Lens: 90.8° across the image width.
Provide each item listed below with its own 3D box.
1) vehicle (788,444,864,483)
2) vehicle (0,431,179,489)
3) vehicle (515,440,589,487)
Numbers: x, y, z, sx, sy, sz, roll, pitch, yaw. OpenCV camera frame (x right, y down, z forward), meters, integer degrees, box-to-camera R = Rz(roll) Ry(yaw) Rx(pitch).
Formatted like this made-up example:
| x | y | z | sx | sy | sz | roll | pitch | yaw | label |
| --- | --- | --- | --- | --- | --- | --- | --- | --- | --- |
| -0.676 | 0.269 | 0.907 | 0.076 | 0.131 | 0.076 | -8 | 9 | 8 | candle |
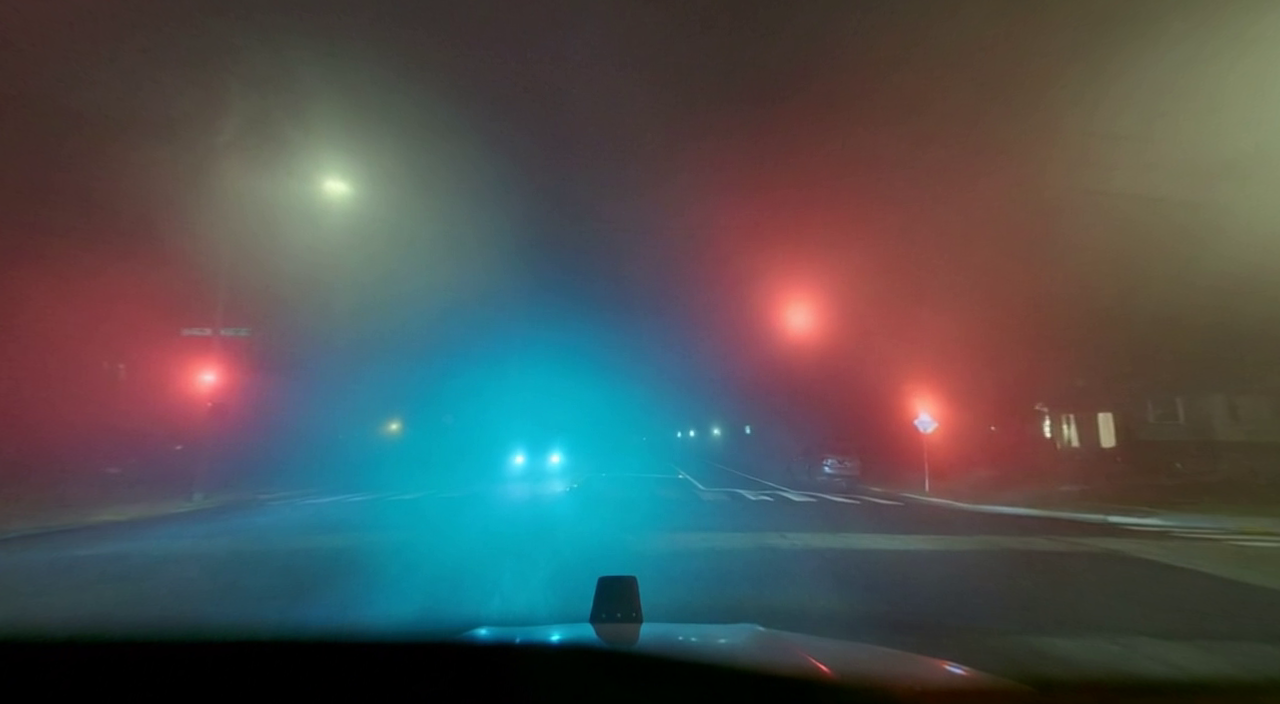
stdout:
| x | y | z | sx | sy | sz | roll | pitch | yaw | label |
| --- | --- | --- | --- | --- | --- | --- | --- | --- | --- |
| 8.055 | 4.857 | 27.822 | 2.029 | 1.554 | 4.705 | 0 | -9 | 2 | vehicle |
| -17.901 | 3.420 | 20.168 | 4.743 | 1.734 | 1.994 | 0 | -9 | -1 | vehicle |
| -2.967 | 3.858 | 22.140 | 2.014 | 1.499 | 3.999 | 0 | -9 | 0 | vehicle |
